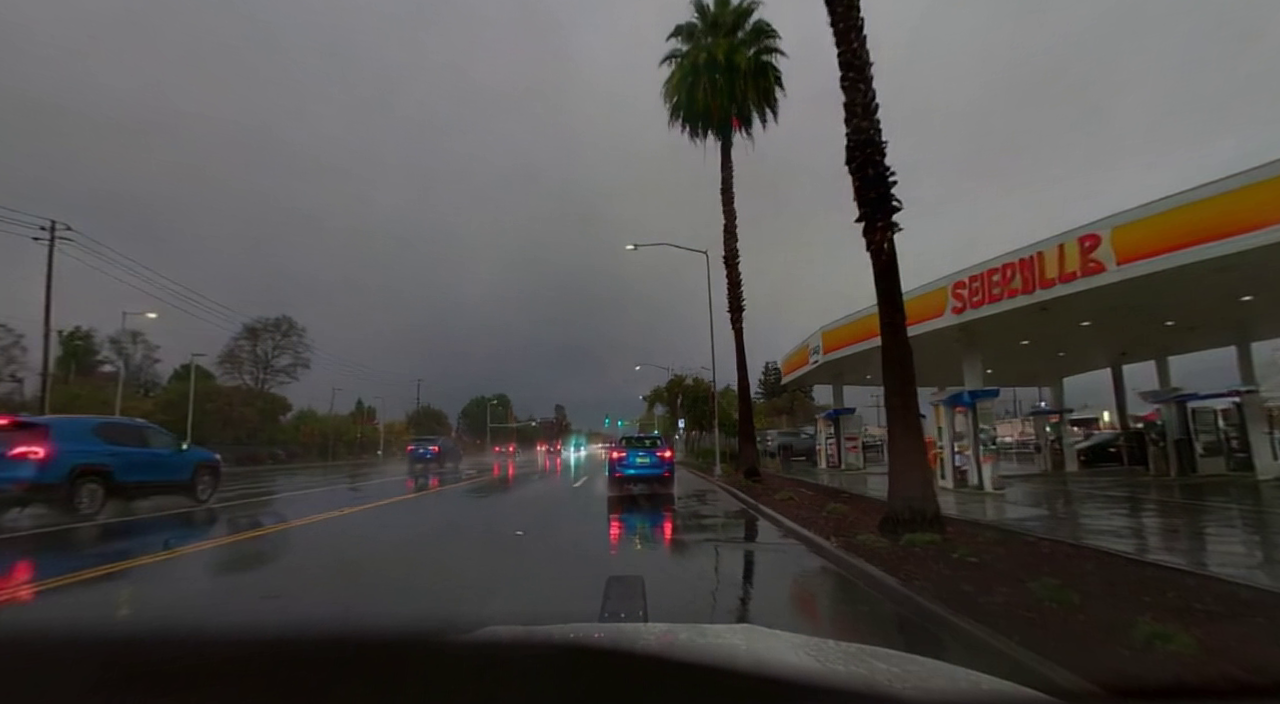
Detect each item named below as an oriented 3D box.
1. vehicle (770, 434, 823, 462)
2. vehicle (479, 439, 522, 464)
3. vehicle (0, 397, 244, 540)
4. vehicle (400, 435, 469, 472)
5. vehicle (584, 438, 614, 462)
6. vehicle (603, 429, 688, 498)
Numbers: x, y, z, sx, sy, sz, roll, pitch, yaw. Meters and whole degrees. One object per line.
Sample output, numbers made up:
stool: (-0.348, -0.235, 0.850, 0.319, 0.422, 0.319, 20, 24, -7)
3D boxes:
vehicle: (8.421, 5.119, 33.553, 1.837, 1.416, 3.947, -4, -9, 27)
vehicle: (-10.345, 7.449, 46.991, 1.998, 1.731, 4.952, 0, -8, 1)
vehicle: (-9.902, 1.966, 11.103, 2.269, 1.934, 5.350, 0, -8, 0)
vehicle: (-10.417, 5.194, 32.195, 1.965, 1.743, 4.327, 0, -8, 1)
vehicle: (-3.191, 7.791, 49.941, 2.077, 1.832, 4.706, 0, -8, 0)
vehicle: (0.182, 3.076, 17.695, 2.121, 1.710, 3.893, 0, -8, 1)
